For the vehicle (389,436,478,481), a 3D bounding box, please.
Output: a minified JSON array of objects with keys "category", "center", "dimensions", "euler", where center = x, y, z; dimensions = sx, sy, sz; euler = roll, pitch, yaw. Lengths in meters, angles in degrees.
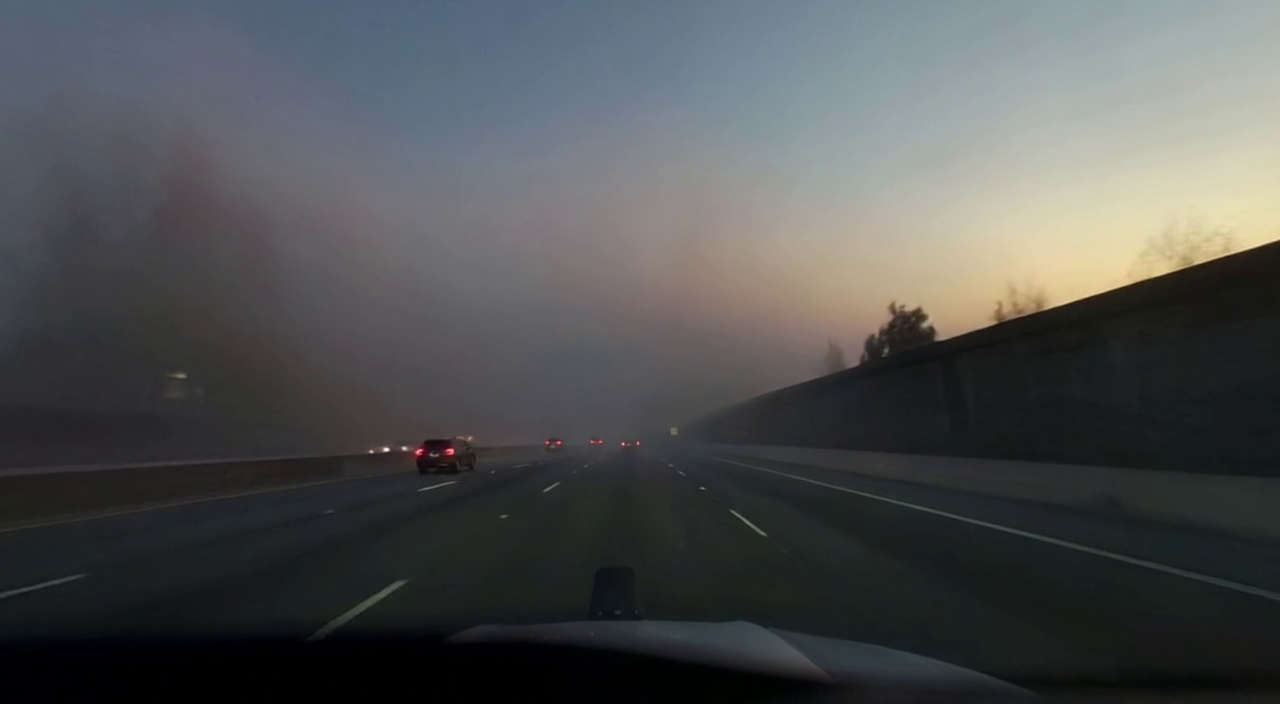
[{"category":"vehicle","center":[-7.658,3.950,23.770],"dimensions":[1.972,1.532,4.222],"euler":[0,-8,0]}]
